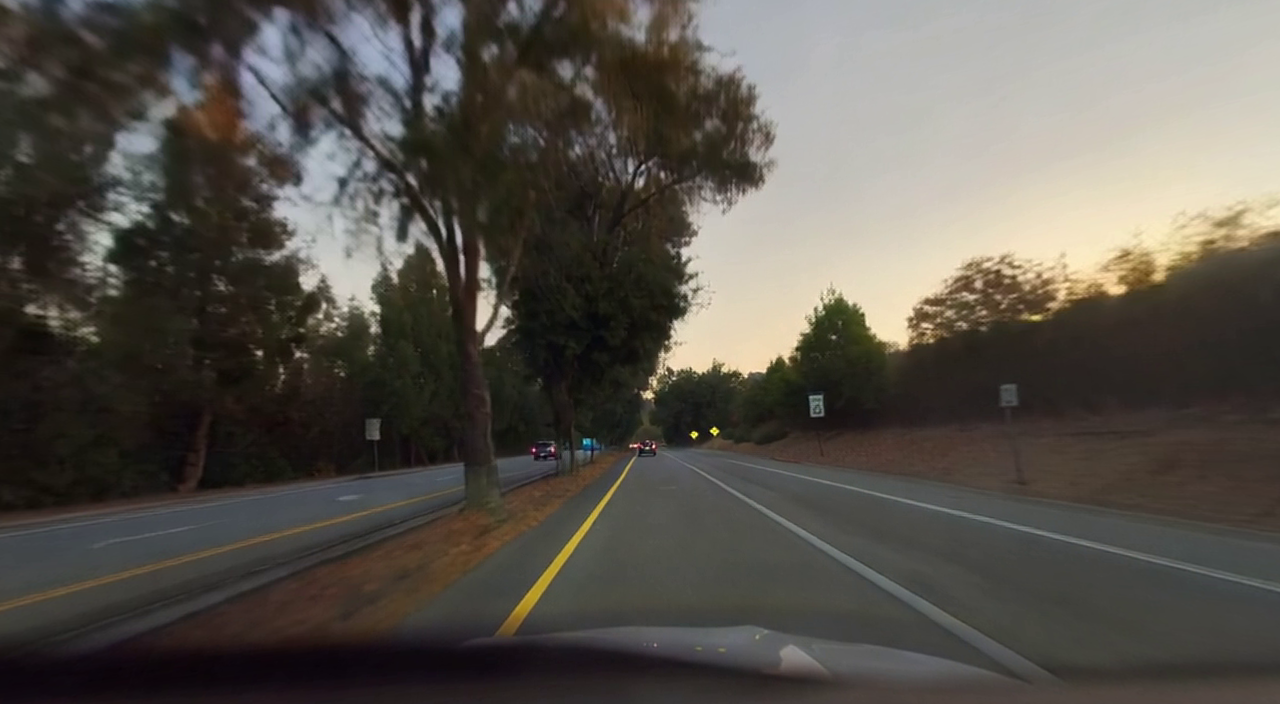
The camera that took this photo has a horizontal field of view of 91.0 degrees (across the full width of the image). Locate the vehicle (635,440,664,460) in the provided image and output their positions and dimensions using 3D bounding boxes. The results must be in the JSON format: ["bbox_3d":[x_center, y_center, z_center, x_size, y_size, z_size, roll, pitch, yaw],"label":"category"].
[{"bbox_3d":[0.704,7.378,47.490,2.061,1.469,3.782,0,-8,1],"label":"vehicle"}]

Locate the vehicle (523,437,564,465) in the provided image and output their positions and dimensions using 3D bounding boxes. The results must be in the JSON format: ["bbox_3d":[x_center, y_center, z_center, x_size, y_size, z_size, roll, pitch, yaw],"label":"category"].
[{"bbox_3d":[-6.861,7.040,45.039,2.068,1.897,4.372,0,-8,2],"label":"vehicle"}]
